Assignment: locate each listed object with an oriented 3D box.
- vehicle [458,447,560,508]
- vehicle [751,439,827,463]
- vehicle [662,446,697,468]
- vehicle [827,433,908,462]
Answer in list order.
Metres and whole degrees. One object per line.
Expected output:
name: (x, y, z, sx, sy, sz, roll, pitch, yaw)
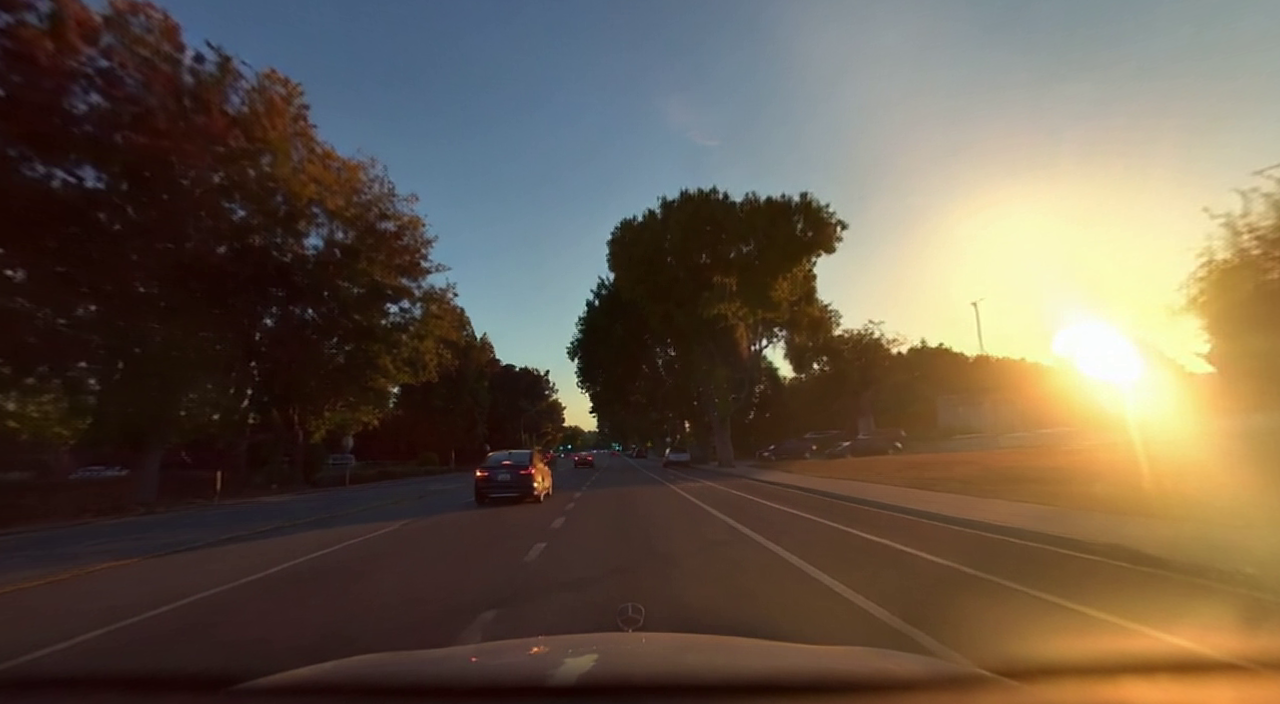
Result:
vehicle: (-3.559, 3.486, 18.024, 2.099, 1.470, 4.302, 0, -8, -2)
vehicle: (10.569, 7.027, 44.912, 4.766, 1.585, 2.020, 0, -9, -5)
vehicle: (3.005, 8.188, 49.330, 2.107, 1.620, 4.793, 0, -9, -4)
vehicle: (13.389, 5.634, 37.276, 3.965, 1.543, 2.021, -2, -8, -2)
